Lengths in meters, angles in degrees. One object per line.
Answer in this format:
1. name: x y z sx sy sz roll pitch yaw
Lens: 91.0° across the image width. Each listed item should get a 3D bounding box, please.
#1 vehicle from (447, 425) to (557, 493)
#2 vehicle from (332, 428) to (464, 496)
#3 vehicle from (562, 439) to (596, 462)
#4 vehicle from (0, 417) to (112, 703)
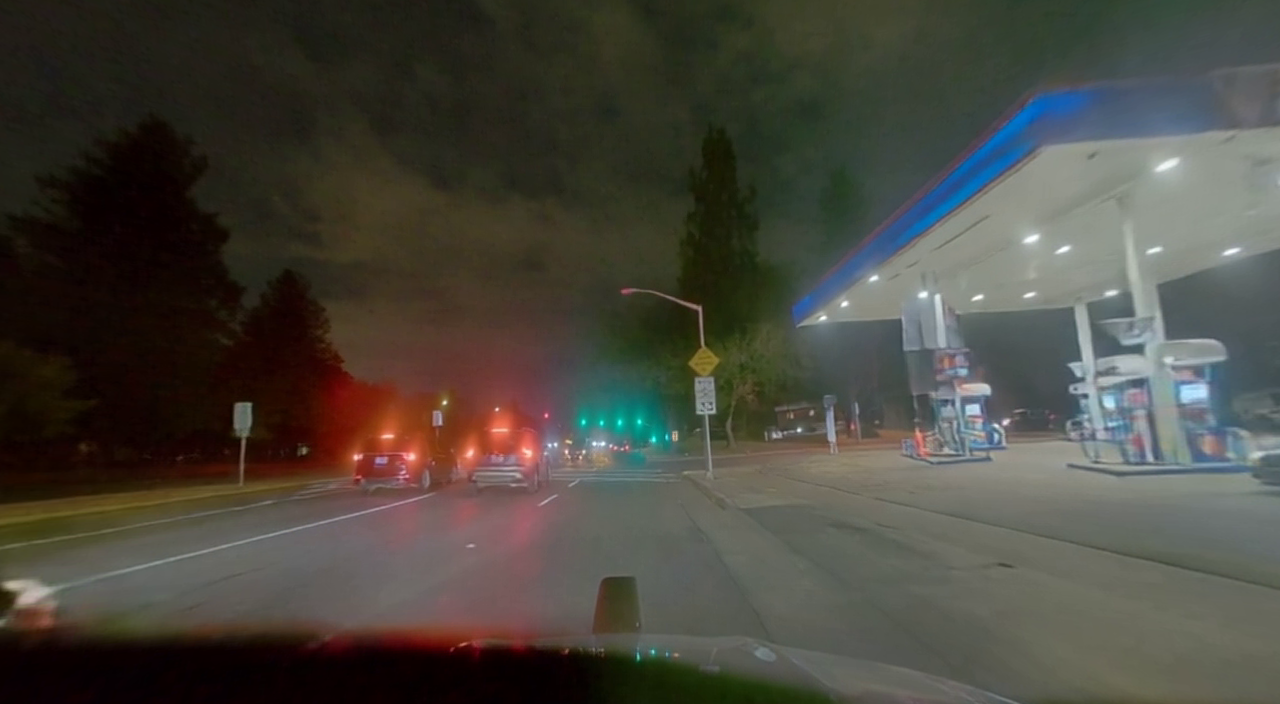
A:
1. vehicle: -4.023 3.220 19.214 2.306 1.815 4.476 0 -9 0
2. vehicle: -7.096 3.276 19.103 2.102 1.774 4.662 0 -9 1
3. vehicle: -4.441 7.206 46.218 2.060 1.580 3.980 0 -9 1
4. vehicle: -3.373 0.719 0.625 1.888 1.452 4.303 0 -9 1
